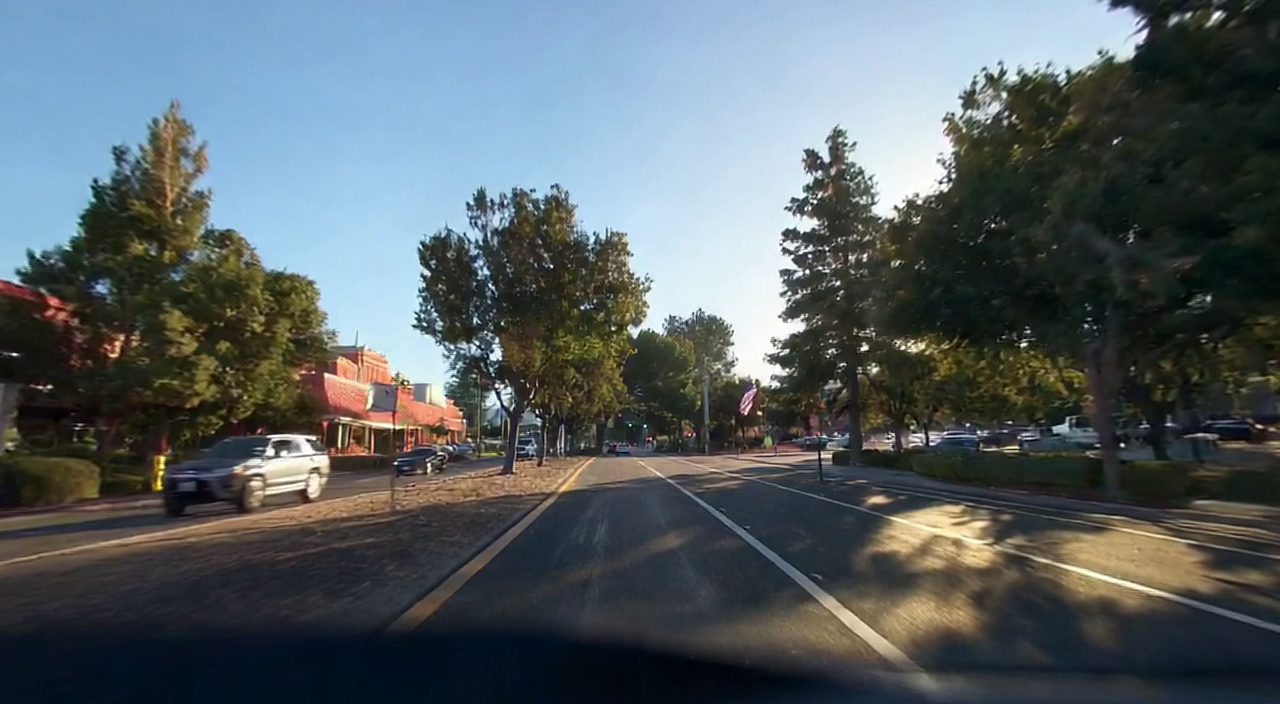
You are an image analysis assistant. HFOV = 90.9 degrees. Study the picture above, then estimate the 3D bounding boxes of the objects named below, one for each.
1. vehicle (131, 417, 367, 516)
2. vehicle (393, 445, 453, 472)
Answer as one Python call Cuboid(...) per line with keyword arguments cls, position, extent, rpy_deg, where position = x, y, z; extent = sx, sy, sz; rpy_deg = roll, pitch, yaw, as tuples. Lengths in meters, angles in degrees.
Cuboid(cls="vehicle", position=(-8.323, 2.488, 14.220), extent=(2.139, 1.819, 5.043), rpy_deg=(0, -8, -1))
Cuboid(cls="vehicle", position=(-12.352, 6.053, 36.114), extent=(1.874, 1.407, 4.606), rpy_deg=(0, -8, -1))
